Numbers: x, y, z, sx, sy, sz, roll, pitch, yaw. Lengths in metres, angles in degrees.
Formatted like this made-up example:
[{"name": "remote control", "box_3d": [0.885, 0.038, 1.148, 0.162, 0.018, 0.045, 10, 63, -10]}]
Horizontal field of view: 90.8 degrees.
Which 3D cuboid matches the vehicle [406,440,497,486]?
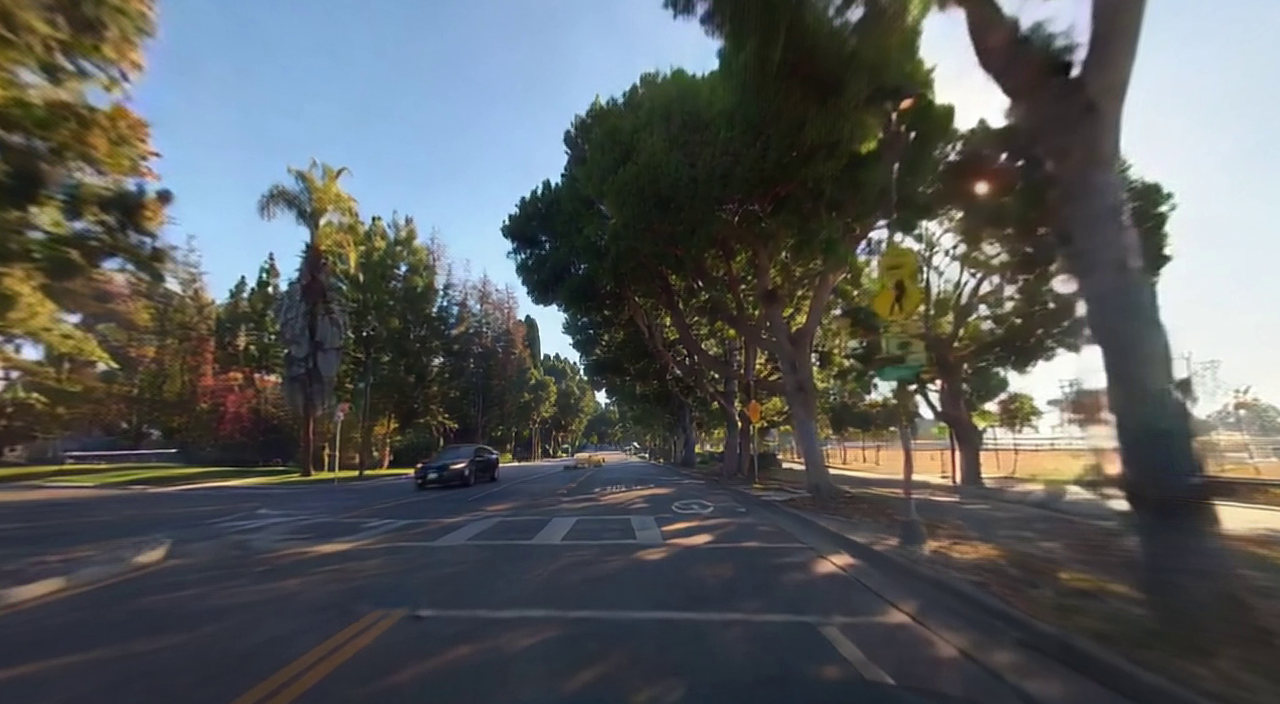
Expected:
[{"name": "vehicle", "box_3d": [-7.677, 4.556, 26.290, 2.036, 1.686, 4.780, -1, -8, 3]}]
